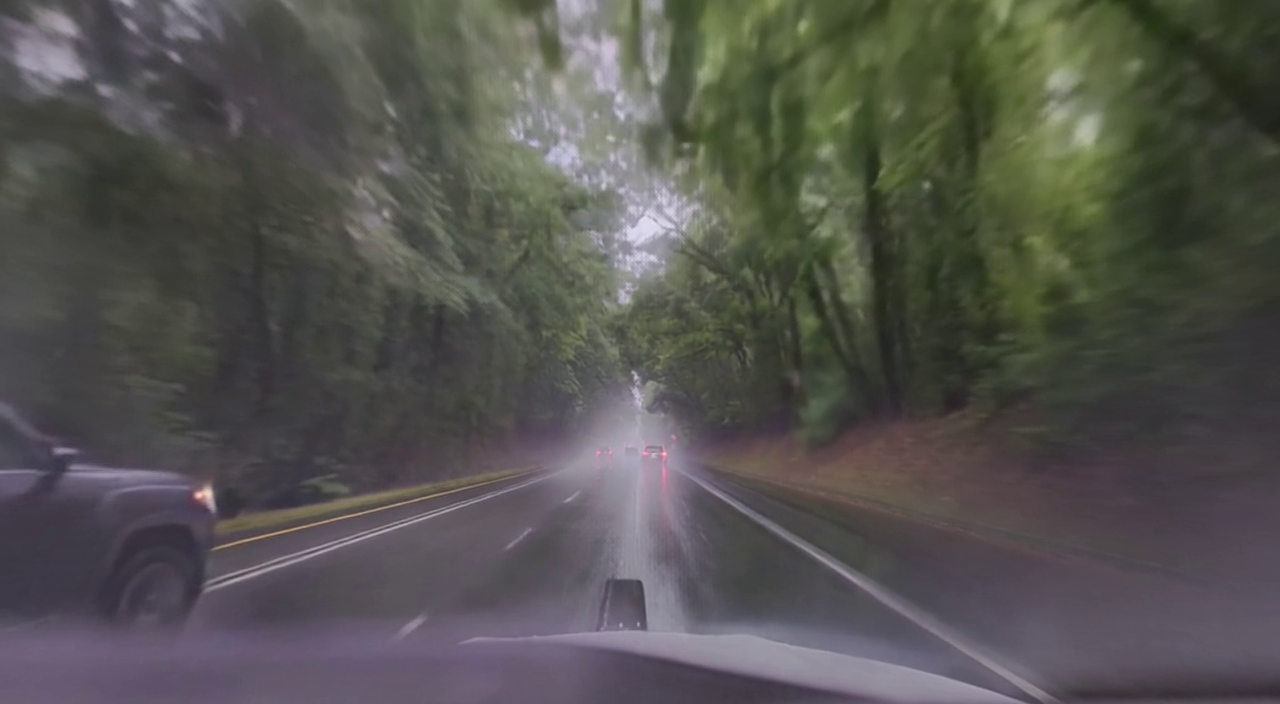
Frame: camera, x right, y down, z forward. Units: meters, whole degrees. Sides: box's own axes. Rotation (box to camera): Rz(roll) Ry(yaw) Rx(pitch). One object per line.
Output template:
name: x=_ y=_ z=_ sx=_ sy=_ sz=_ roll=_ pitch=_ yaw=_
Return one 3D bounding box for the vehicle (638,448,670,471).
vehicle: x=0.884 y=7.225 z=42.612 sx=2.046 sy=1.452 sz=4.407 roll=0 pitch=-9 yaw=-1

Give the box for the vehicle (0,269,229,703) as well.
vehicle: x=-3.783 y=0.524 z=1.339 sx=2.418 sy=2.049 sz=4.930 roll=0 pitch=-9 yaw=0
